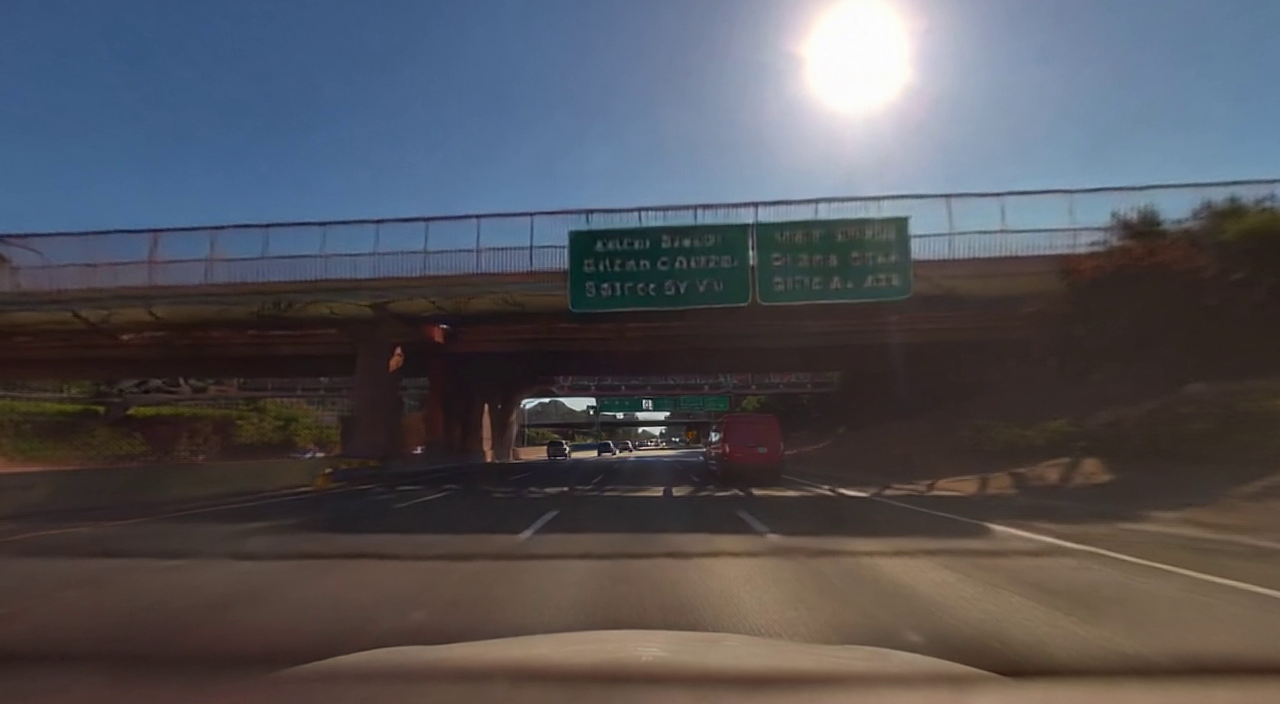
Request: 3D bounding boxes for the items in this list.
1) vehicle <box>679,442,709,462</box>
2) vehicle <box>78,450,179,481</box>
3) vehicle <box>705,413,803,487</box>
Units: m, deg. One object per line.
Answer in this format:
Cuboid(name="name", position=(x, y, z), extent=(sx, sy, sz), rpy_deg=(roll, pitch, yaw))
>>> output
Cuboid(name="vehicle", position=(4.085, 7.571, 47.977), extent=(1.883, 1.456, 4.044), rpy_deg=(0, -8, -1))
Cuboid(name="vehicle", position=(-30.096, 6.637, 37.329), extent=(1.916, 1.646, 4.817), rpy_deg=(0, -8, 0))
Cuboid(name="vehicle", position=(3.779, 3.413, 22.043), extent=(2.347, 2.234, 5.352), rpy_deg=(0, -8, -1))
